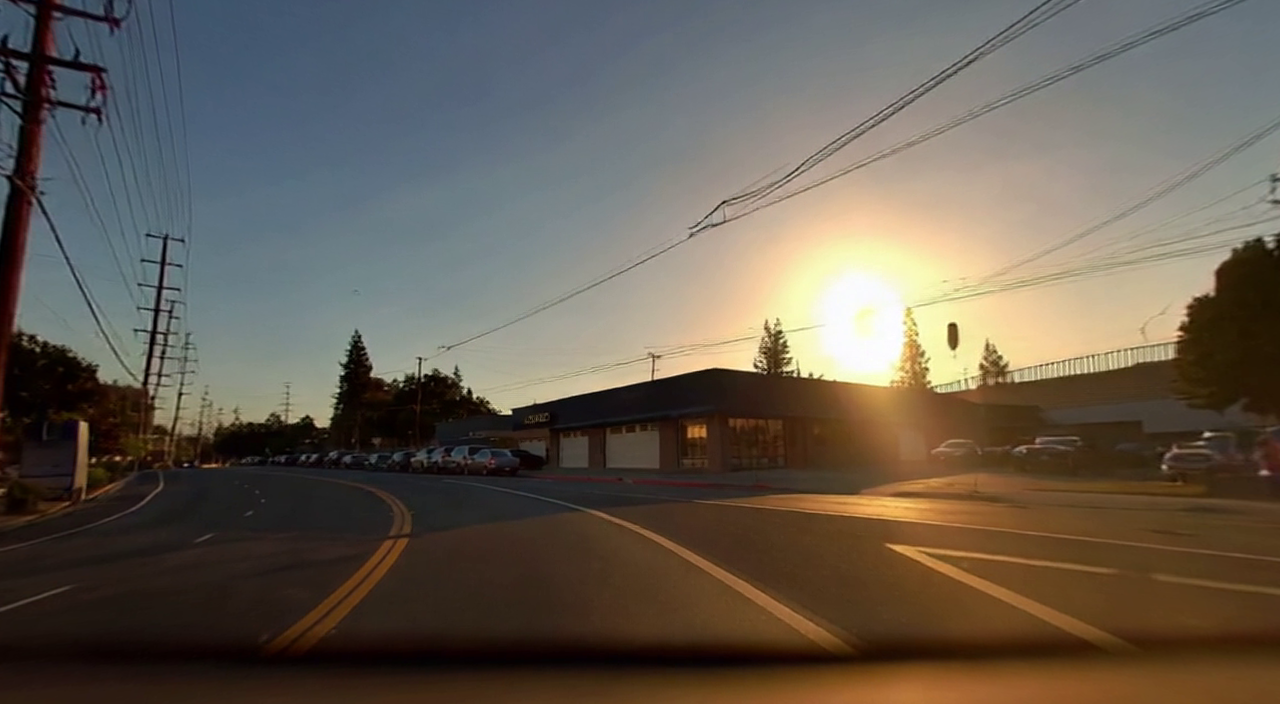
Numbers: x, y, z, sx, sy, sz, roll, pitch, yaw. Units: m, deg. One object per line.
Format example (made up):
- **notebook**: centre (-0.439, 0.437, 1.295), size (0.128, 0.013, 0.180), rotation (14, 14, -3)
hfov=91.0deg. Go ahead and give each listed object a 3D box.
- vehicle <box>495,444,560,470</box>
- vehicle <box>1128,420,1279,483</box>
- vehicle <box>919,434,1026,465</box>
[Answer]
- **vehicle**: centre (-7.092, 6.705, 40.397), size (2.074, 1.526, 4.853), rotation (-3, -9, 17)
- **vehicle**: centre (17.898, 2.976, 19.006), size (4.543, 1.744, 2.164), rotation (0, -8, -3)
- **vehicle**: centre (17.247, 5.071, 32.801), size (4.454, 1.504, 1.970), rotation (0, -8, -2)
